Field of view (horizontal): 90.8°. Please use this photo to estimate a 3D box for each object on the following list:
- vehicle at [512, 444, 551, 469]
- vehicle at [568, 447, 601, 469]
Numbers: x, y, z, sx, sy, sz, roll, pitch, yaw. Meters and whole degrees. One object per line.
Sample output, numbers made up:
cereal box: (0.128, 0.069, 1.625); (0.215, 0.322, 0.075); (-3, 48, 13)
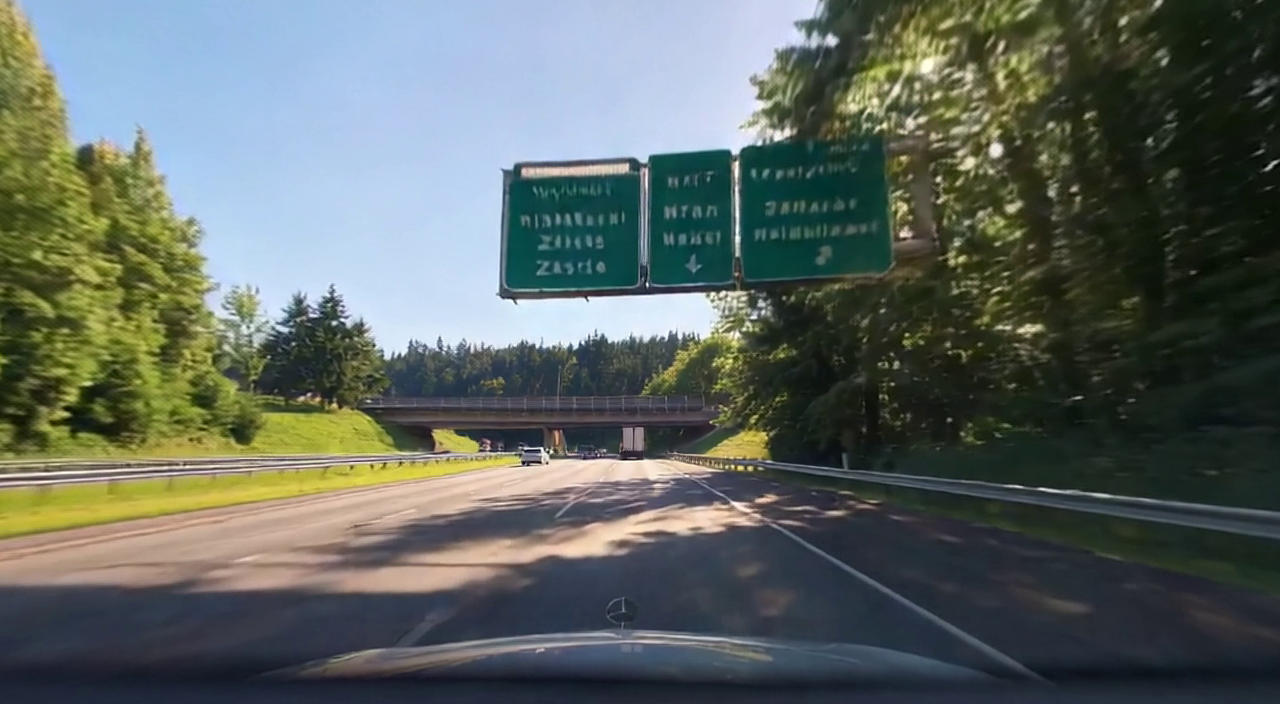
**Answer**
vehicle: (-7.498, 7.253, 44.091); (2.014, 1.633, 4.090); (0, -9, -1)
vehicle: (-3.886, 7.459, 44.719); (2.073, 1.472, 4.091); (0, -9, -1)
